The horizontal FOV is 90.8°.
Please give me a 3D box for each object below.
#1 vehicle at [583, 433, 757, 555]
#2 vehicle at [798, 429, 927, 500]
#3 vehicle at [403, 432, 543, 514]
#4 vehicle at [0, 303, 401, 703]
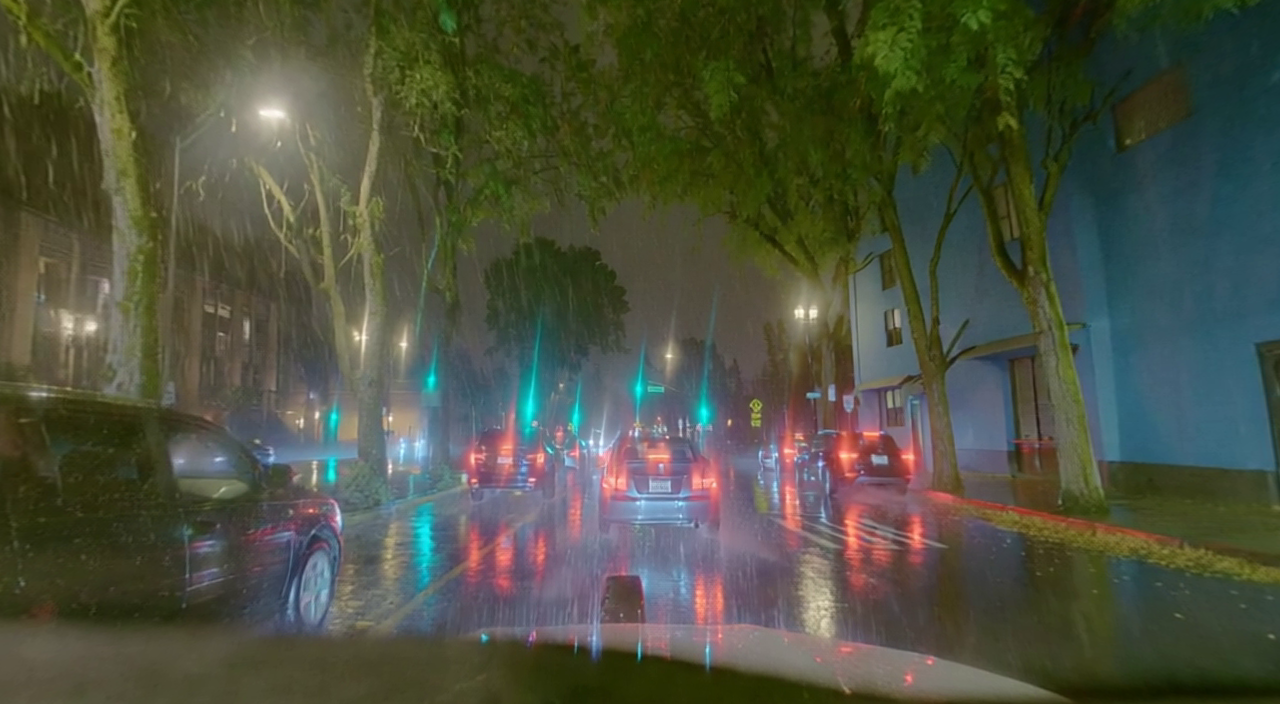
[{"bbox_3d":[0.272,1.996,9.573,2.095,1.438,3.843,0,-9,-3],"label":"vehicle"},{"bbox_3d":[6.339,3.253,18.675,2.025,1.808,4.579,0,-9,-2],"label":"vehicle"},{"bbox_3d":[-3.507,2.623,14.219,1.901,1.522,4.556,0,-9,0],"label":"vehicle"},{"bbox_3d":[-3.268,0.933,3.397,2.152,1.802,4.628,0,-9,0],"label":"vehicle"}]
